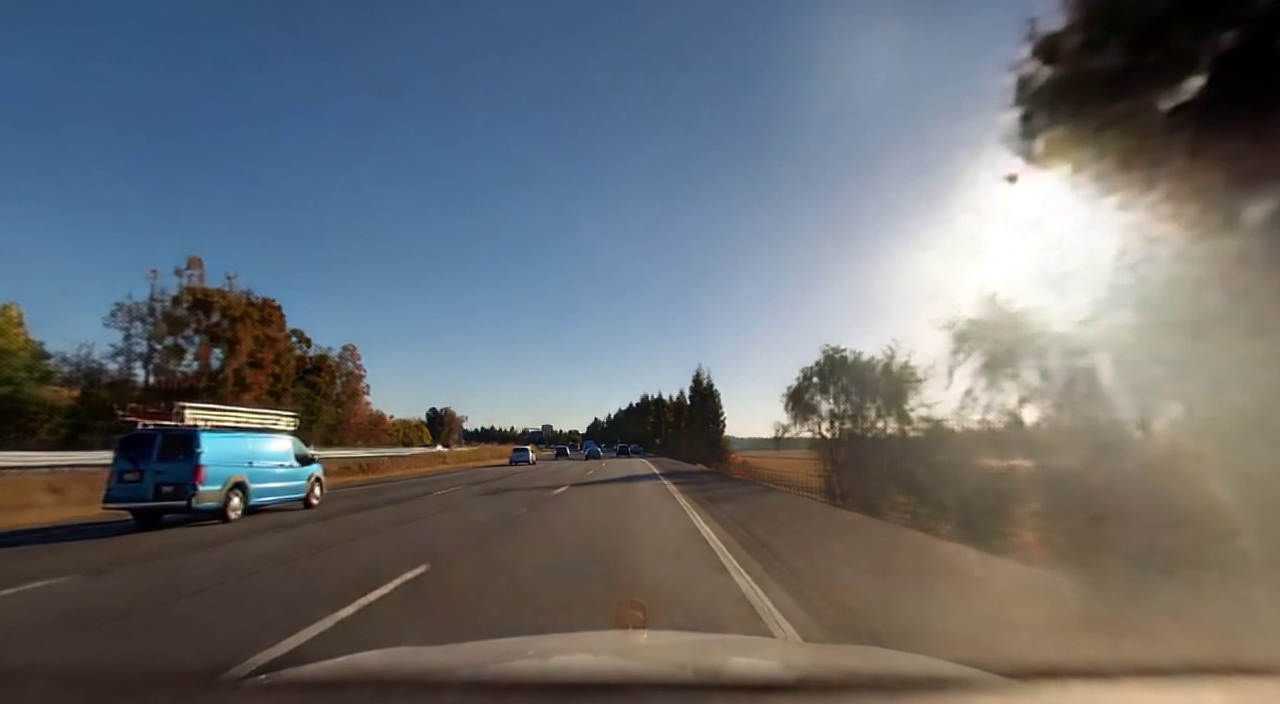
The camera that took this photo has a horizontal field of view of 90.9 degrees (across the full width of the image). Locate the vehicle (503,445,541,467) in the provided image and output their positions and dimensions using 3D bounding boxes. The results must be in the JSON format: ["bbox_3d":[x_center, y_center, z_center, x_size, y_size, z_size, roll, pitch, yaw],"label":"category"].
[{"bbox_3d":[-8.520,7.535,46.013,1.958,1.499,4.437,0,-9,0],"label":"vehicle"}]

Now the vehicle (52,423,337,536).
[{"bbox_3d":[-8.183,2.373,12.379,2.093,1.752,4.771,0,-9,0],"label":"vehicle"}]
